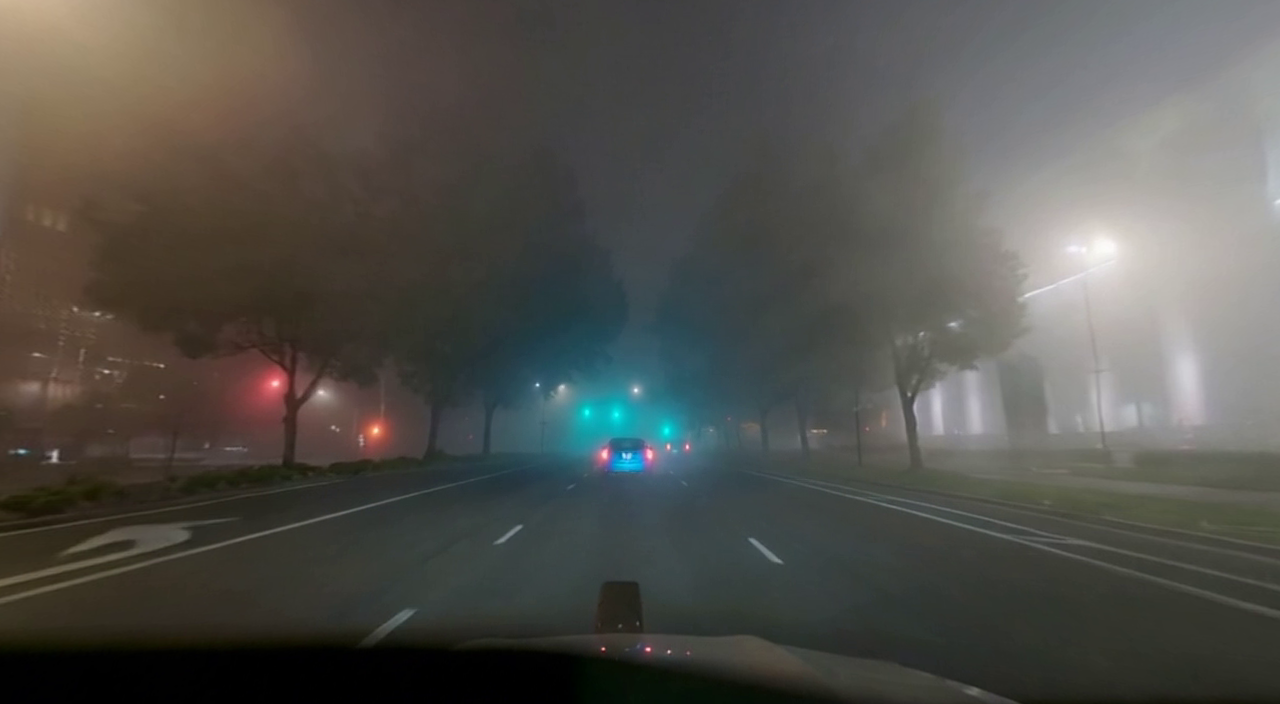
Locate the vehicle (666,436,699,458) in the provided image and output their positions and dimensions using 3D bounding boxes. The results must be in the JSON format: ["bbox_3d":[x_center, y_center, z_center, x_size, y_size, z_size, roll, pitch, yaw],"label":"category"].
[{"bbox_3d":[3.072,7.024,46.670,2.065,1.495,4.792,0,-8,-1],"label":"vehicle"}]

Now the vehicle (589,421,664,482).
[{"bbox_3d":[-0.455,3.429,21.951,2.313,1.860,4.319,0,-8,-1],"label":"vehicle"}]
